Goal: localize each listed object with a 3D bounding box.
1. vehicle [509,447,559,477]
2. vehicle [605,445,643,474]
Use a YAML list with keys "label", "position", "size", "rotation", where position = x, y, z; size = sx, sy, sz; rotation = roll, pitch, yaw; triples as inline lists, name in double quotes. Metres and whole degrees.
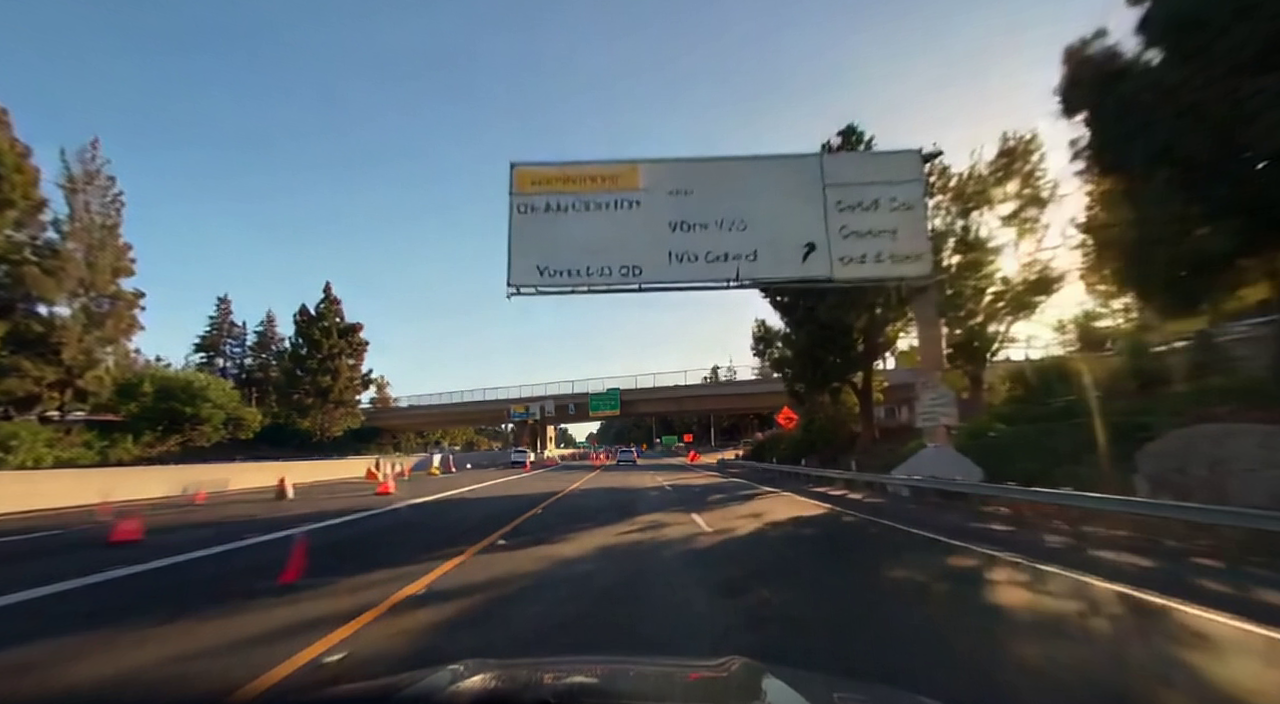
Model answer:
- label: "vehicle"
  position: [-5.657, 5.899, 34.164]
  size: [1.997, 1.507, 4.248]
  rotation: [0, -9, -1]
- label: "vehicle"
  position: [-0.920, 6.312, 37.262]
  size: [2.109, 1.638, 3.856]
  rotation: [0, -9, -1]
